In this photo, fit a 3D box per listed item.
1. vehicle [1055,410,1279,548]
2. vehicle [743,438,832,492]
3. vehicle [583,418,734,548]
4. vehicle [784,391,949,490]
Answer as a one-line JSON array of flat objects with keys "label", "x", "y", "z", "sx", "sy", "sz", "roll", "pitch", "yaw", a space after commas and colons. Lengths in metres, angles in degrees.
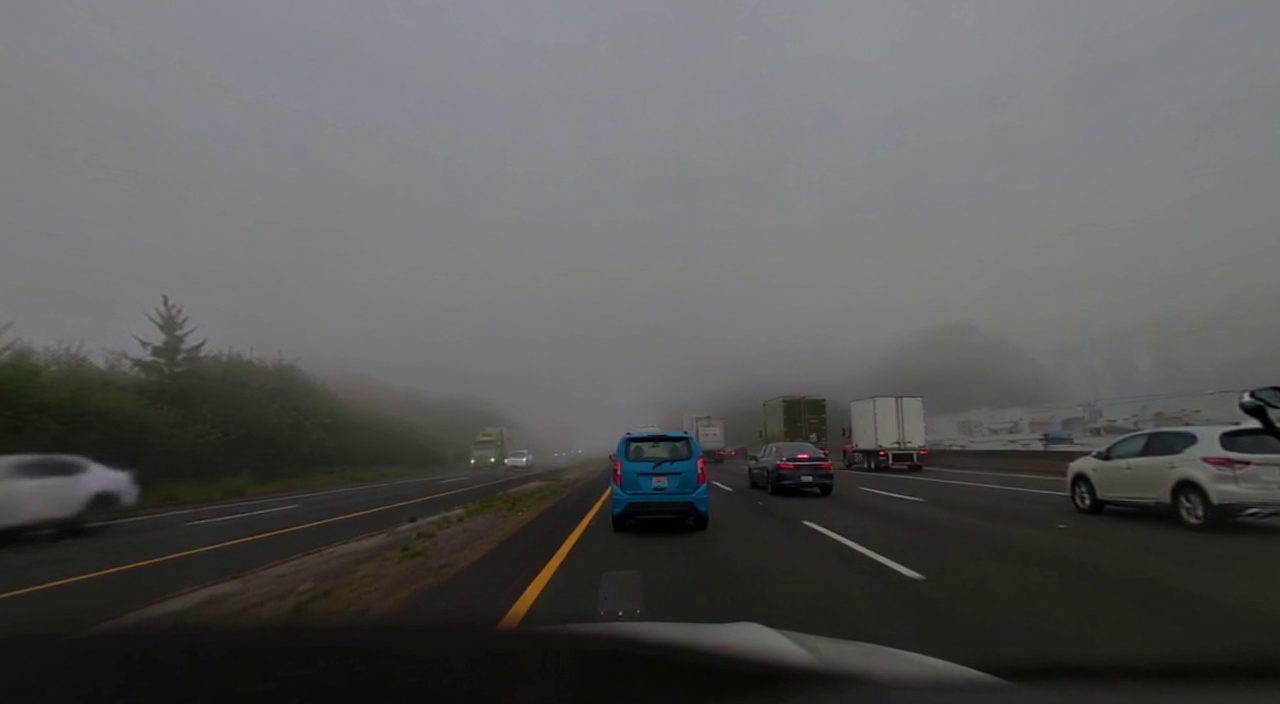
[{"label": "vehicle", "x": 8.751, "y": 1.824, "z": 9.497, "sx": 1.913, "sy": 1.652, "sz": 4.384, "roll": -1, "pitch": -9, "yaw": 1}, {"label": "vehicle", "x": 4.504, "y": 3.495, "z": 19.718, "sx": 1.859, "sy": 1.512, "sz": 3.711, "roll": 0, "pitch": -9, "yaw": 0}, {"label": "vehicle", "x": 0.235, "y": 1.971, "z": 9.954, "sx": 1.965, "sy": 1.664, "sz": 3.428, "roll": 0, "pitch": -9, "yaw": 0}, {"label": "vehicle", "x": 8.551, "y": 3.662, "z": 25.671, "sx": 2.799, "sy": 3.188, "sz": 10.578, "roll": 0, "pitch": -9, "yaw": 0}]
